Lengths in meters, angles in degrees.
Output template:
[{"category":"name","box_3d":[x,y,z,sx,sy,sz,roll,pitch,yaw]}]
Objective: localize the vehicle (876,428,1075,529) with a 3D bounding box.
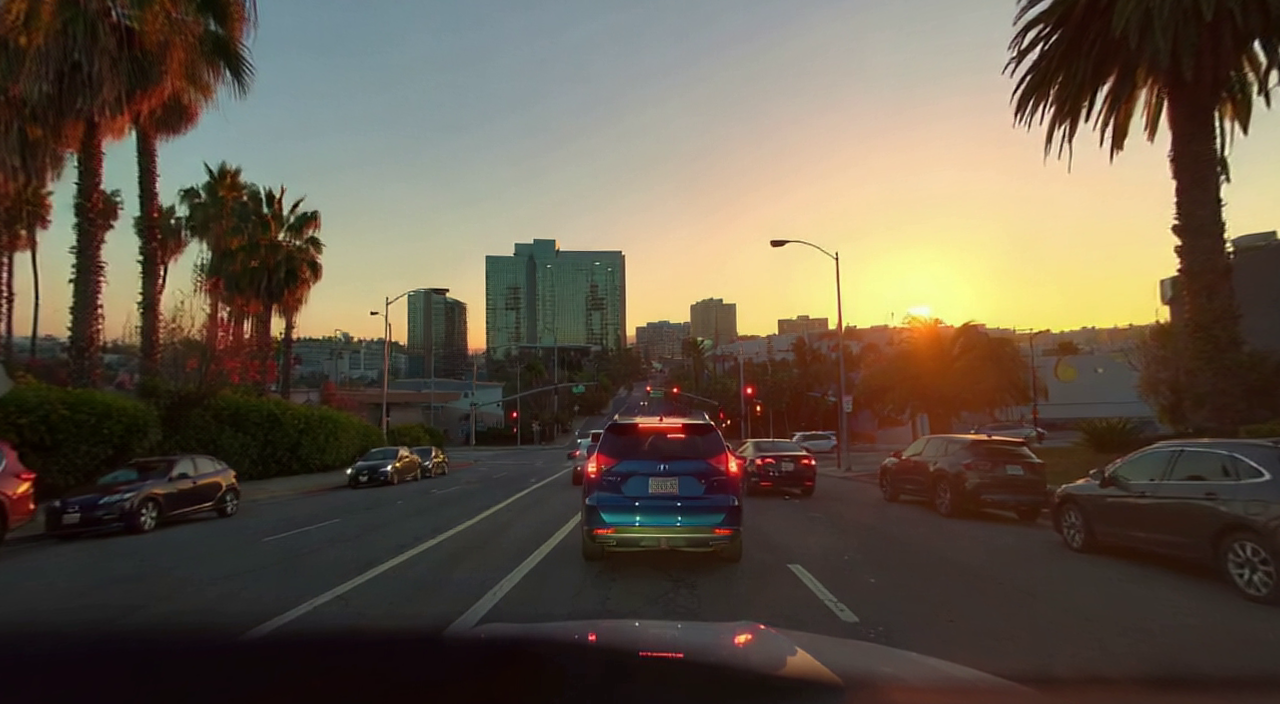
[{"category":"vehicle","box_3d":[6.669,2.527,13.235,1.930,1.736,4.329,-1,-8,3]}]

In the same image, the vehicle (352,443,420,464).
[{"category":"vehicle","box_3d":[-18.726,7.490,46.653,1.759,1.457,4.297,-7,-11,38]}]

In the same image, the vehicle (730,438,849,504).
[{"category":"vehicle","box_3d":[3.747,3.058,16.725,2.021,1.480,4.402,0,-8,0]}]

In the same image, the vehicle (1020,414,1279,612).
[{"category":"vehicle","box_3d":[6.434,1.594,6.928,1.935,1.672,4.139,0,-8,1]}]

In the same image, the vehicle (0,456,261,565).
[{"category":"vehicle","box_3d":[-9.580,2.806,11.896,2.054,1.467,4.595,-3,-8,0]}]

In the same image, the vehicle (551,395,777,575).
[{"category":"vehicle","box_3d":[0.258,1.658,8.562,2.264,1.798,4.258,0,-8,1]}]
